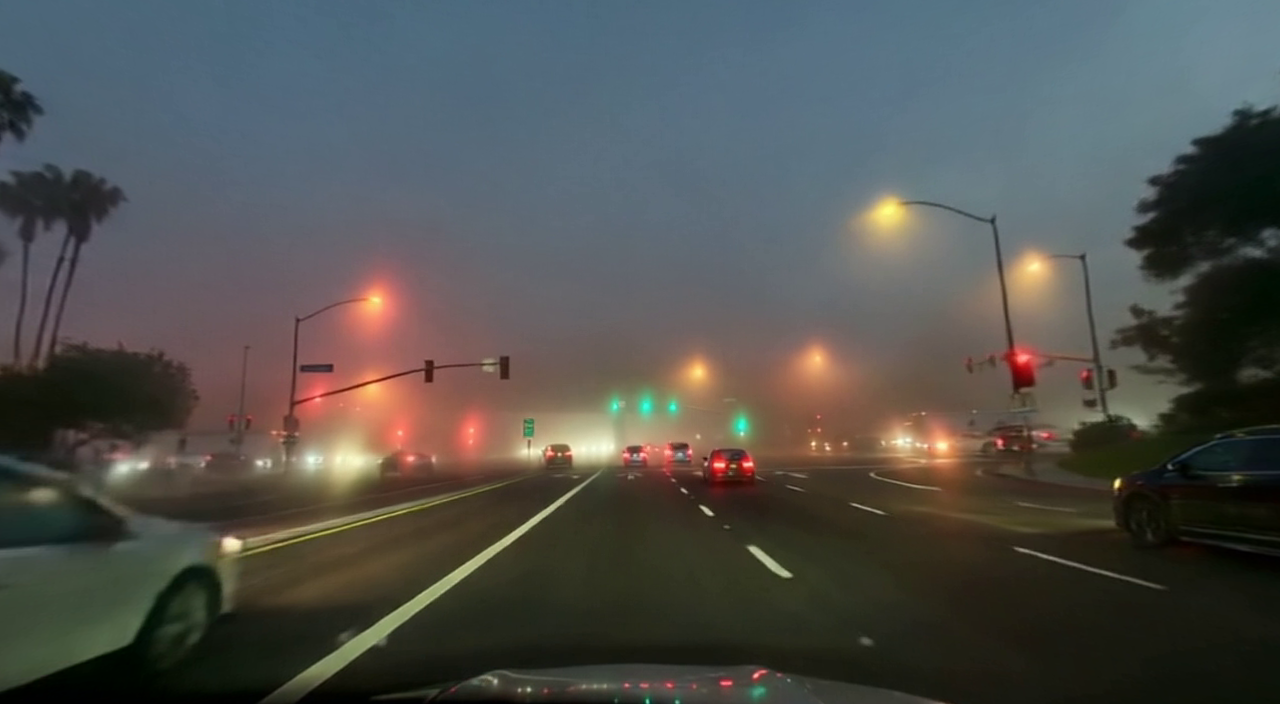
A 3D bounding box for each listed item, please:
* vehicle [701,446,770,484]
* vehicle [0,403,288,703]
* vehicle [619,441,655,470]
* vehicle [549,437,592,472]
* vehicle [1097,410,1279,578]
[{"bbox_3d":[3.824,4.587,25.872,2.156,1.404,4.120,0,-9,0],"label":"vehicle"},{"bbox_3d":[-3.621,0.968,2.529,2.111,1.506,4.018,0,-9,-1],"label":"vehicle"},{"bbox_3d":[-0.218,6.574,40.058,2.172,1.694,4.055,0,-9,0],"label":"vehicle"},{"bbox_3d":[-4.524,6.499,39.979,2.485,2.012,5.498,1,-9,-9],"label":"vehicle"},{"bbox_3d":[7.329,1.460,6.563,1.964,1.647,4.114,0,-8,0],"label":"vehicle"}]
